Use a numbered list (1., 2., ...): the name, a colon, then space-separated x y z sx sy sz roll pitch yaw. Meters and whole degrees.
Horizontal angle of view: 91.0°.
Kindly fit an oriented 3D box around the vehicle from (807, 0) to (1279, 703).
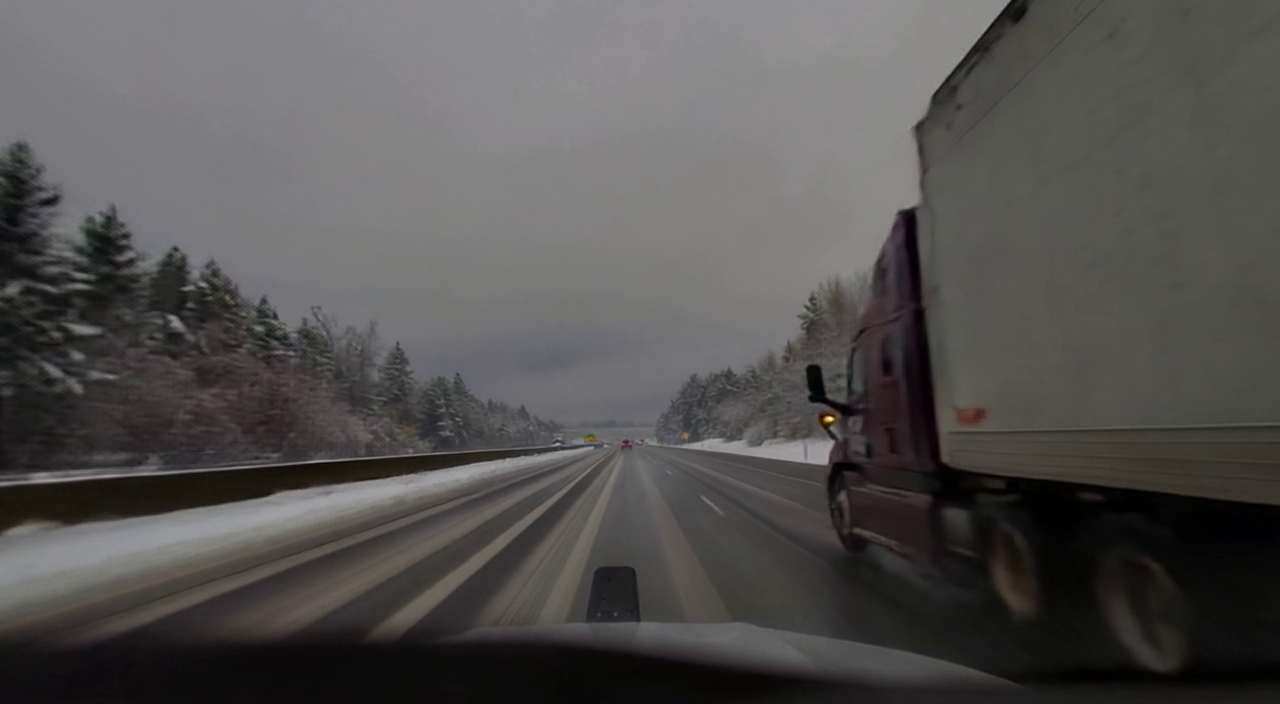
1. vehicle: 3.949 0.050 5.707 3.055 4.061 6.127 -1 -8 0

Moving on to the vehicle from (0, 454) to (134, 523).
1. vehicle: -15.584 3.398 15.972 1.913 1.465 4.331 0 -8 -1

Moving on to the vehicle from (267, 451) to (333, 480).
1. vehicle: -20.193 6.716 37.524 1.817 1.546 3.799 -1 -8 -1
